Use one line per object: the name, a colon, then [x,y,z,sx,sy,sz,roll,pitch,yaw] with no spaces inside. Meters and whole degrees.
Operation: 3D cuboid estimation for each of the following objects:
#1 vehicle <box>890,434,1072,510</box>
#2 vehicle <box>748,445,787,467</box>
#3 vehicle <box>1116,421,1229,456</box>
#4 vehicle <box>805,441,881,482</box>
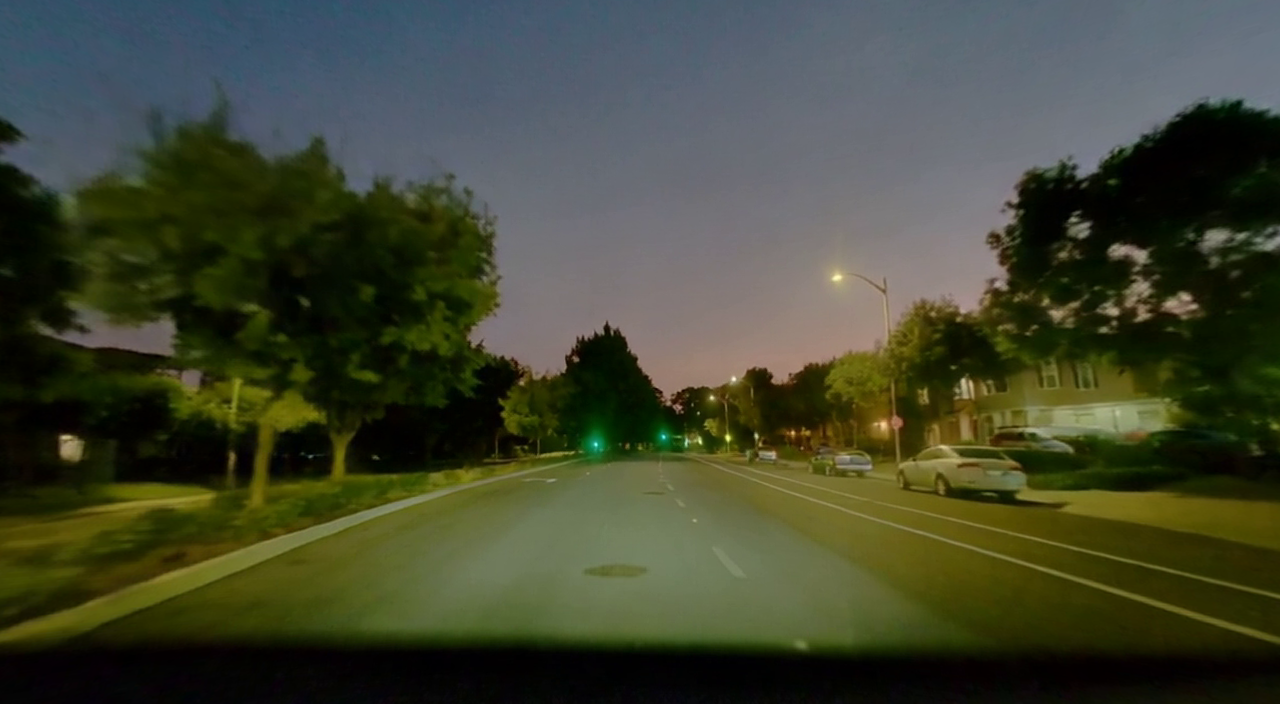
vehicle: [8.750,3.098,16.869,2.192,1.714,4.885,0,-9,1]
vehicle: [9.510,7.754,47.440,2.076,1.547,4.398,0,-9,1]
vehicle: [25.923,4.291,30.976,1.878,1.581,4.259,0,-9,2]
vehicle: [9.164,4.960,28.960,1.990,1.728,4.597,0,-9,1]
